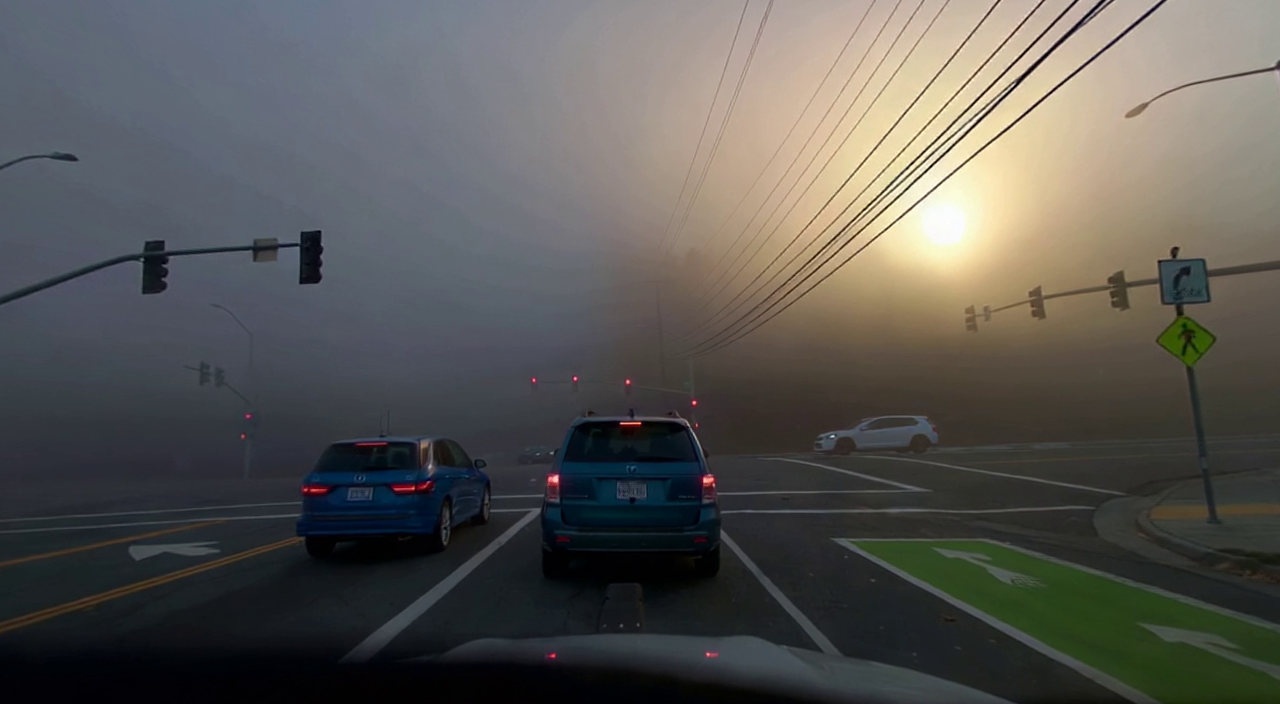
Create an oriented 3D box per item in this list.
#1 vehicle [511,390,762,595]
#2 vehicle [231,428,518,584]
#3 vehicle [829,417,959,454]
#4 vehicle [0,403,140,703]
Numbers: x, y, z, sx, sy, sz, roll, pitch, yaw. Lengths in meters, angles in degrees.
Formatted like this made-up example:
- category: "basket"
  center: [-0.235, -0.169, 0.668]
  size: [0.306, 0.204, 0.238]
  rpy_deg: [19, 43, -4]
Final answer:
- category: "vehicle"
  center: [-0.058, 1.522, 7.614]
  size: [2.182, 1.773, 4.041]
  rpy_deg: [0, -8, -1]
- category: "vehicle"
  center: [-2.932, 1.766, 8.015]
  size: [1.969, 1.486, 3.702]
  rpy_deg: [0, -8, 1]
- category: "vehicle"
  center: [13.846, 4.602, 34.830]
  size: [6.143, 1.944, 2.229]
  rpy_deg: [-1, -8, 5]
- category: "vehicle"
  center: [-3.350, 0.663, 0.448]
  size: [1.928, 1.488, 4.936]
  rpy_deg: [0, -8, 0]
